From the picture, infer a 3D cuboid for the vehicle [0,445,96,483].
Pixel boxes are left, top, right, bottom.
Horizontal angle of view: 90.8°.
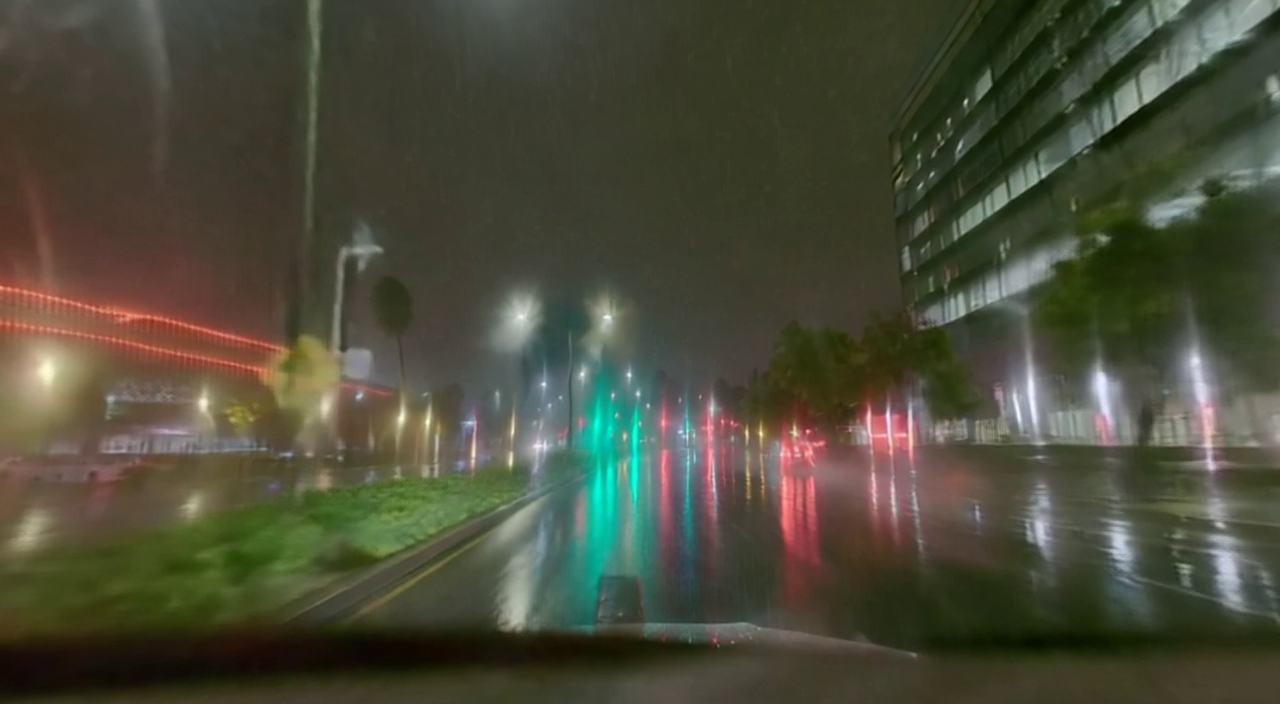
[{"bbox_3d":[-29.445,5.430,30.512,4.470,1.480,1.989,-4,-10,-1],"label":"vehicle"}]
